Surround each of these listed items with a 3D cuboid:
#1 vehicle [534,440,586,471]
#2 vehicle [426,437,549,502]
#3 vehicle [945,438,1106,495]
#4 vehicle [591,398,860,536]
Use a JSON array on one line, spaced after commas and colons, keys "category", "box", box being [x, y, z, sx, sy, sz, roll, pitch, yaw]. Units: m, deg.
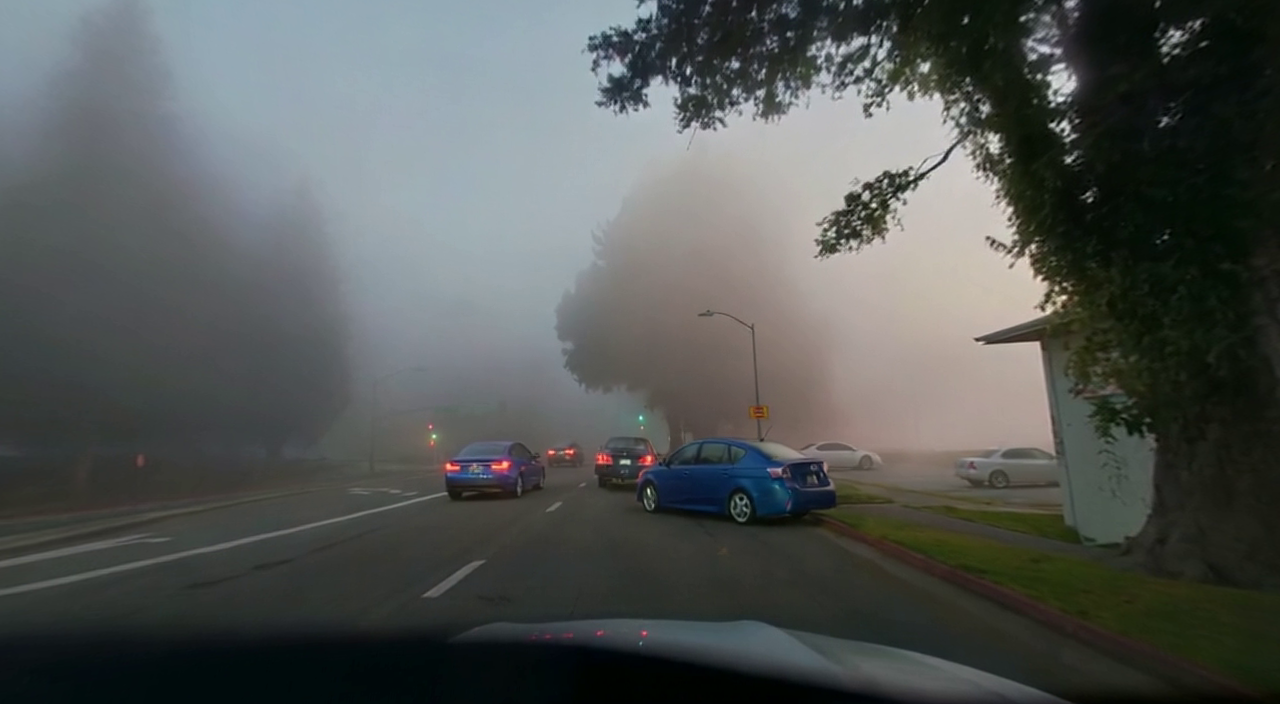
[{"category": "vehicle", "box": [-4.085, 5.354, 32.665, 2.042, 1.470, 4.123, 0, -8, 1]}, {"category": "vehicle", "box": [-3.829, 3.022, 16.634, 2.026, 1.466, 4.282, 0, -8, 2]}, {"category": "vehicle", "box": [12.270, 3.640, 20.179, 3.871, 1.525, 1.835, -3, -9, 0]}, {"category": "vehicle", "box": [1.314, 2.004, 11.470, 2.052, 1.955, 4.642, 7, -11, -39]}]
